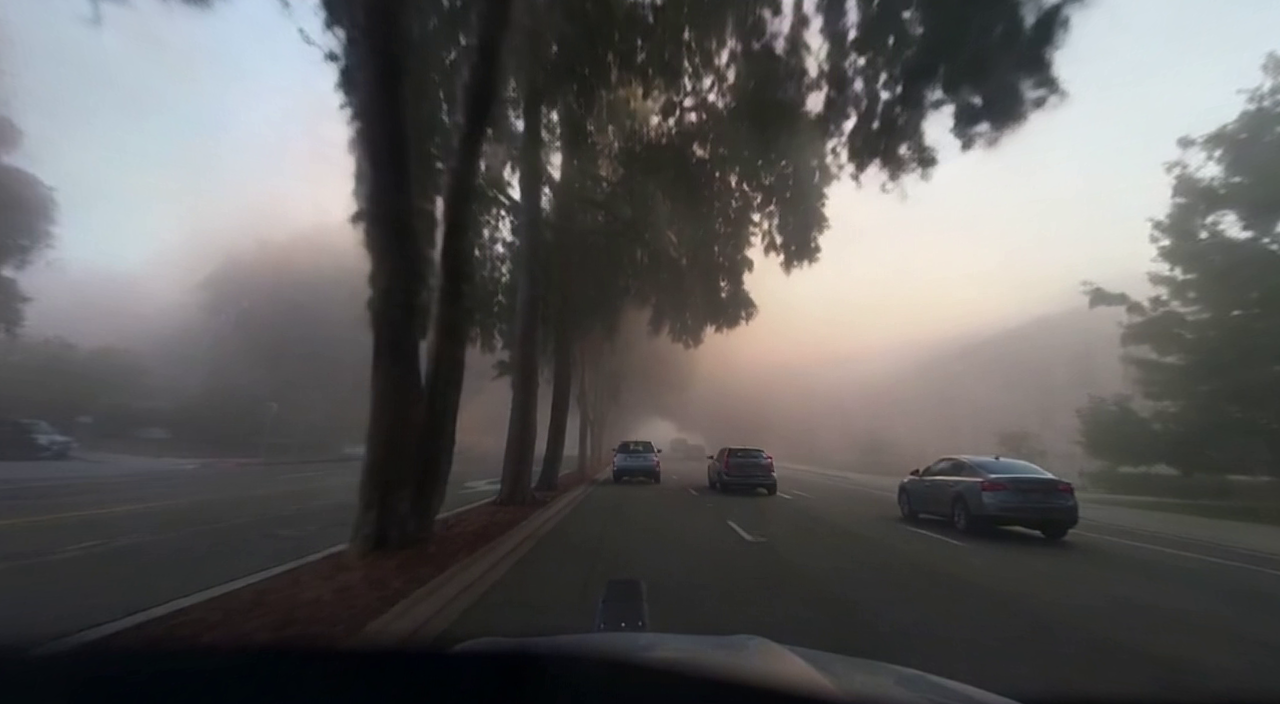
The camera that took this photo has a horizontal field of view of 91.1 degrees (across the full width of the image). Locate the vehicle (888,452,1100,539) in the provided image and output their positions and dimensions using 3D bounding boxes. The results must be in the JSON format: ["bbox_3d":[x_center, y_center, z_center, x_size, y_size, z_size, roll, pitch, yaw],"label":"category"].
[{"bbox_3d":[7.096,2.872,13.237,1.944,1.458,4.268,0,-8,-1],"label":"vehicle"}]

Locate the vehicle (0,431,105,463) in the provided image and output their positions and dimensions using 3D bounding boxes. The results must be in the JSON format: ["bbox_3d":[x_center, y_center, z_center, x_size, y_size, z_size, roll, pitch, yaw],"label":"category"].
[{"bbox_3d":[-28.700,4.566,30.285,1.867,1.420,4.409,0,-8,-1],"label":"vehicle"}]

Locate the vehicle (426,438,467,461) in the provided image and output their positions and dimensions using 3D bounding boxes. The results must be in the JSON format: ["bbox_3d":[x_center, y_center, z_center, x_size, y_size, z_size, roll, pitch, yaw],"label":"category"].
[{"bbox_3d":[-15.002,7.519,48.491,2.161,1.642,4.587,4,-9,-26],"label":"vehicle"}]

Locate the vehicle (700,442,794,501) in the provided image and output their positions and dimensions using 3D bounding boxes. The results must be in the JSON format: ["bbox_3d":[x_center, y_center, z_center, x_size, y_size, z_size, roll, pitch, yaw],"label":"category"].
[{"bbox_3d":[2.960,3.391,18.333,1.932,1.510,4.168,0,-8,-1],"label":"vehicle"}]

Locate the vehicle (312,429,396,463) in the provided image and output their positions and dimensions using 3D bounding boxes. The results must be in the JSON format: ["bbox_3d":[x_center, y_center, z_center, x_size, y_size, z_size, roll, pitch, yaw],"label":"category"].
[{"bbox_3d":[-18.675,6.219,41.498,2.226,2.019,6.809,0,-8,1],"label":"vehicle"}]

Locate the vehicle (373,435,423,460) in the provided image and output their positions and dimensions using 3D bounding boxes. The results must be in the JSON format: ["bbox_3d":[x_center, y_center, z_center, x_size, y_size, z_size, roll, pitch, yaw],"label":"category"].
[{"bbox_3d":[-18.505,7.320,48.206,1.915,1.824,4.760,0,-8,1],"label":"vehicle"}]

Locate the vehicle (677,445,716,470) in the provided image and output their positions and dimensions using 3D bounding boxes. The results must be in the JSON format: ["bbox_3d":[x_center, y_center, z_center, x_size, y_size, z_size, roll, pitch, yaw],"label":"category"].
[{"bbox_3d":[3.566,6.705,40.126,2.012,1.462,4.163,0,-8,-1],"label":"vehicle"}]

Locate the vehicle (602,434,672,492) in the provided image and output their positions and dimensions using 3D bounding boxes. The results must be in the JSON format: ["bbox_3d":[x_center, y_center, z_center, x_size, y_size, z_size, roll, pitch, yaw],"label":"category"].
[{"bbox_3d":[-0.080,3.535,20.382,2.008,1.674,4.239,0,-8,0],"label":"vehicle"}]
